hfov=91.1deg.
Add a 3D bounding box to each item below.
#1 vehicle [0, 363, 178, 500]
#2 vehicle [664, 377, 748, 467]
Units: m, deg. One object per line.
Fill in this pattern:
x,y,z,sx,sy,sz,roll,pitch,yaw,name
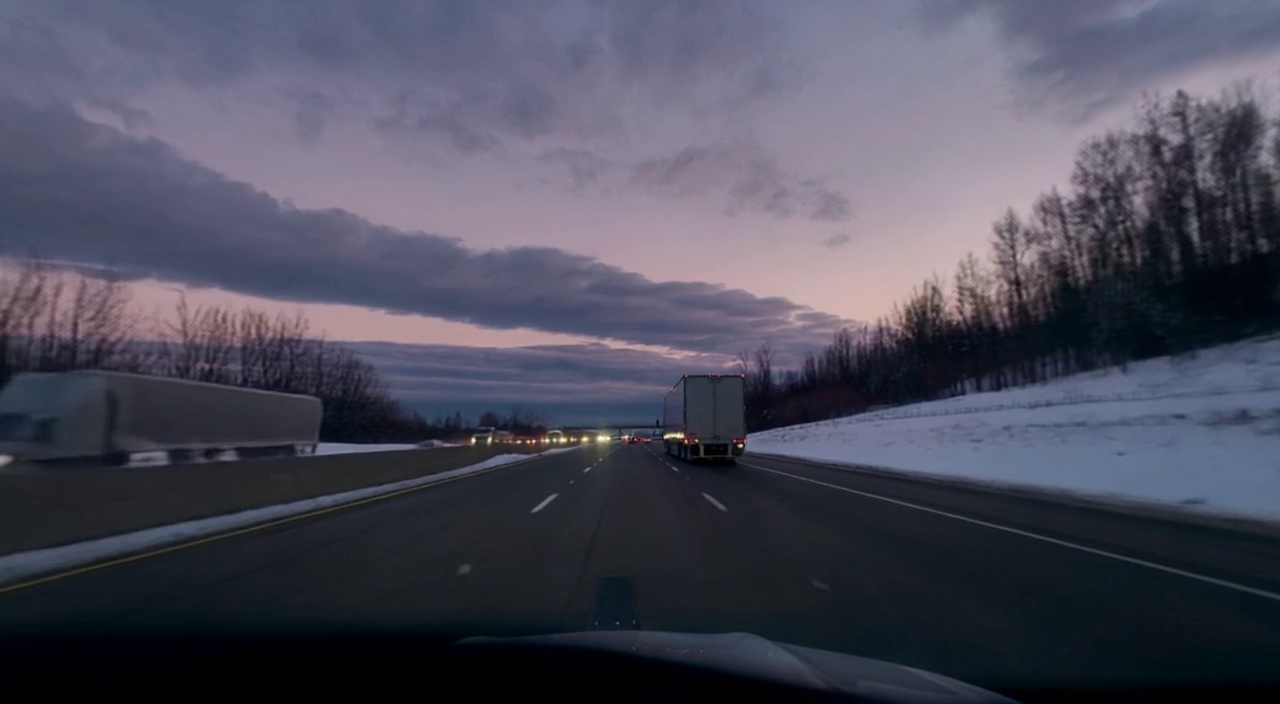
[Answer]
-20.138,2.775,22.203,2.877,4.178,5.690,0,-7,3,vehicle
3.398,4.244,37.161,2.979,4.161,15.508,1,-7,-1,vehicle
